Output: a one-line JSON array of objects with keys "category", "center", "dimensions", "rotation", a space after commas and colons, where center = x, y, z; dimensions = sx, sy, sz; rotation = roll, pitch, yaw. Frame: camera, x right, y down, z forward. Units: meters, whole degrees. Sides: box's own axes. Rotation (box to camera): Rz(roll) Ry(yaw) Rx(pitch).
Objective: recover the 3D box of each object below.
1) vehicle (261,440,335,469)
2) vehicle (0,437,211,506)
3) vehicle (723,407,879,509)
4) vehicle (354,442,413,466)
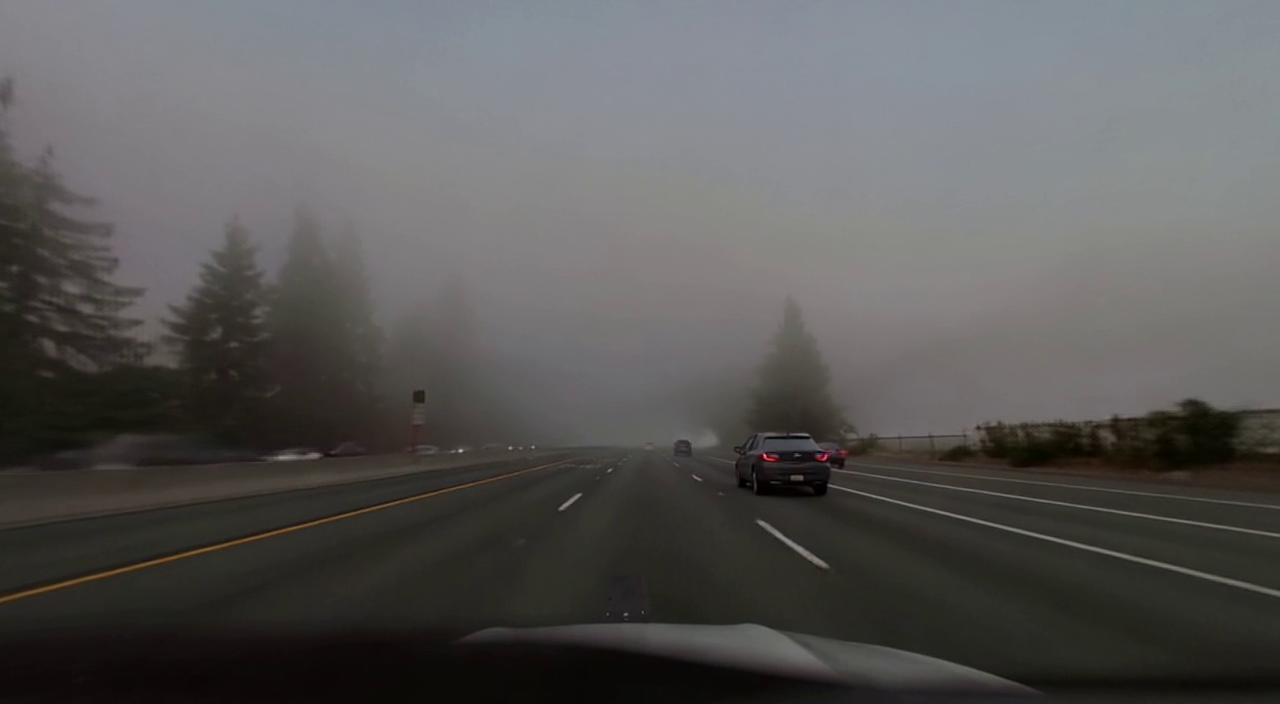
[{"category": "vehicle", "center": [-21.174, 6.344, 39.309], "dimensions": [1.977, 1.654, 4.622], "rotation": [0, -8, 1]}, {"category": "vehicle", "center": [-13.768, 2.970, 16.274], "dimensions": [1.930, 1.493, 4.830], "rotation": [0, -8, 1]}, {"category": "vehicle", "center": [3.499, 2.463, 15.102], "dimensions": [2.218, 1.964, 5.662], "rotation": [0, -8, 0]}, {"category": "vehicle", "center": [-17.386, 6.901, 42.992], "dimensions": [1.944, 1.506, 4.693], "rotation": [0, -8, 1]}]
